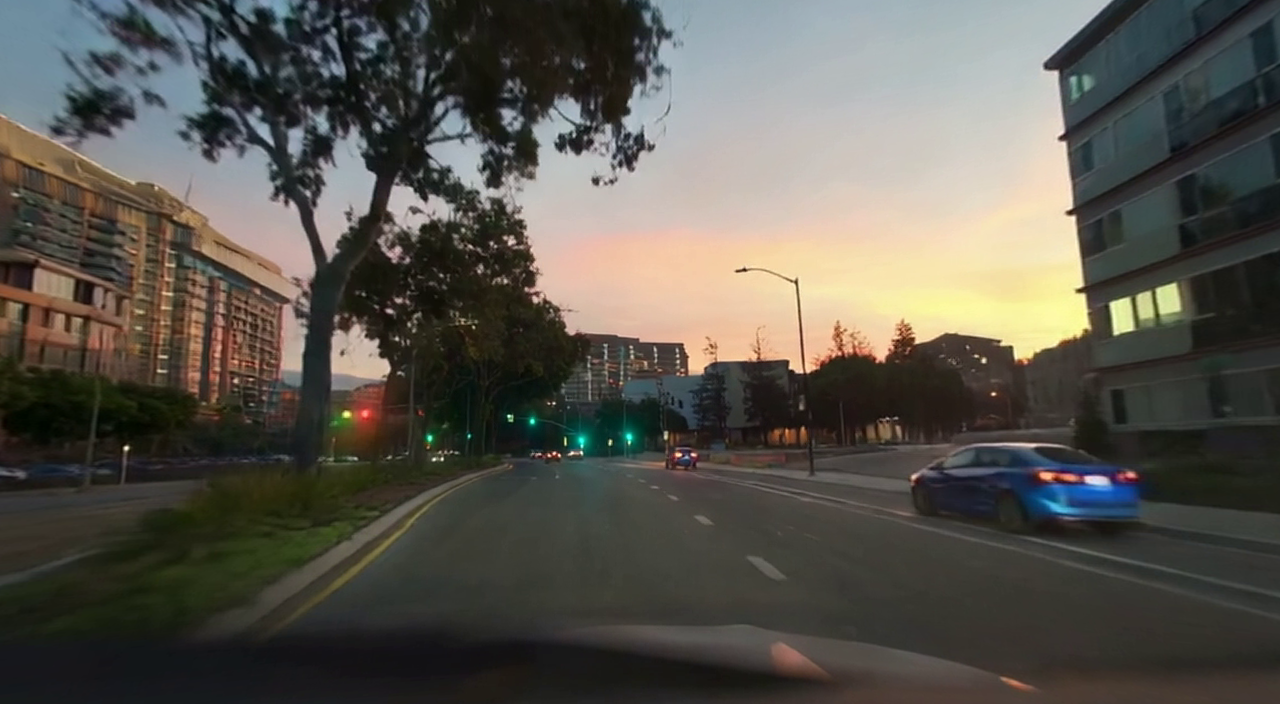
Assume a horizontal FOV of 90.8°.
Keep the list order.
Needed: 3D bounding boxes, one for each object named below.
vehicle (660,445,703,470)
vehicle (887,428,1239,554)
[{"bbox_3d":[2.854,7.401,44.500,2.042,1.635,4.858,1,-9,-8],"label":"vehicle"},{"bbox_3d":[6.111,2.054,10.199,1.984,1.479,5.102,1,-8,-3],"label":"vehicle"}]
